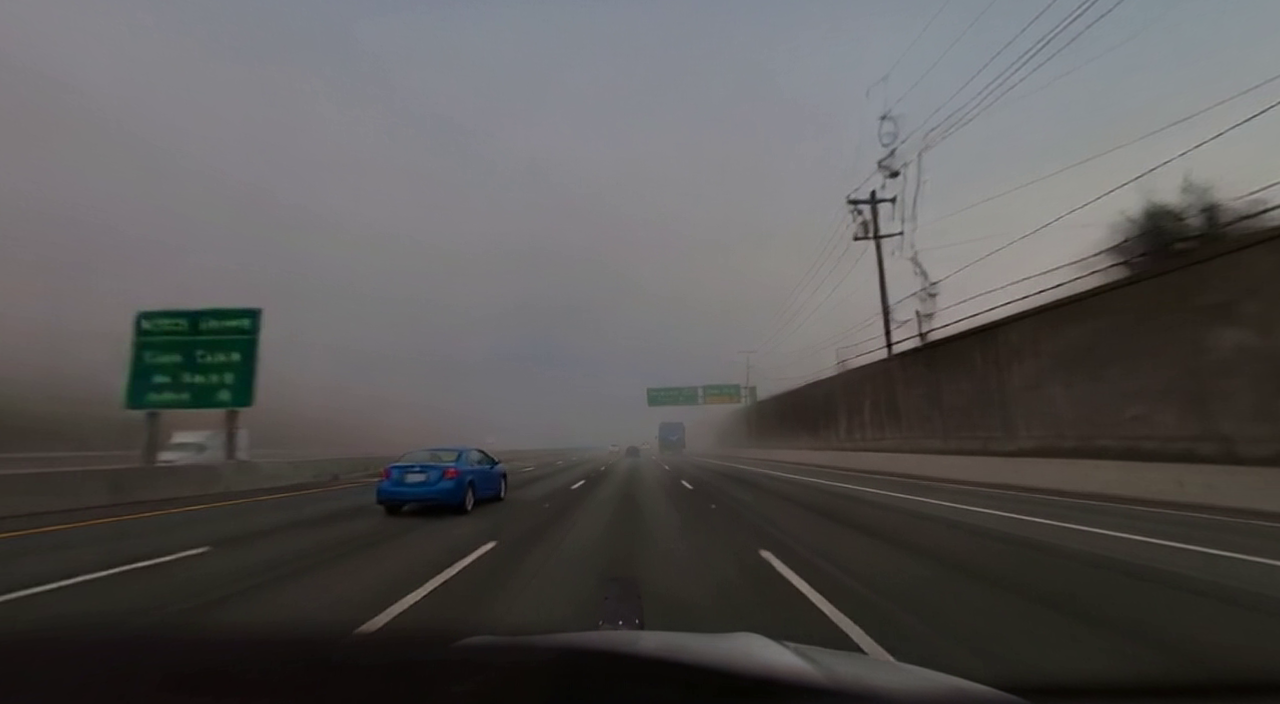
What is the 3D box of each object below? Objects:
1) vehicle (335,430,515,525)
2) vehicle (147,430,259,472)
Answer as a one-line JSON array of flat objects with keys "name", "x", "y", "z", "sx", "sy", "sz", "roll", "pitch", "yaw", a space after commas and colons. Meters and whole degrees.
[{"name": "vehicle", "x": -3.926, "y": 2.370, "z": 12.433, "sx": 2.009, "sy": 1.533, "sz": 4.175, "roll": 0, "pitch": -9, "yaw": 1}, {"name": "vehicle", "x": -25.388, "y": 5.778, "z": 37.065, "sx": 2.579, "sy": 2.265, "sz": 5.572, "roll": 0, "pitch": -9, "yaw": -1}]
